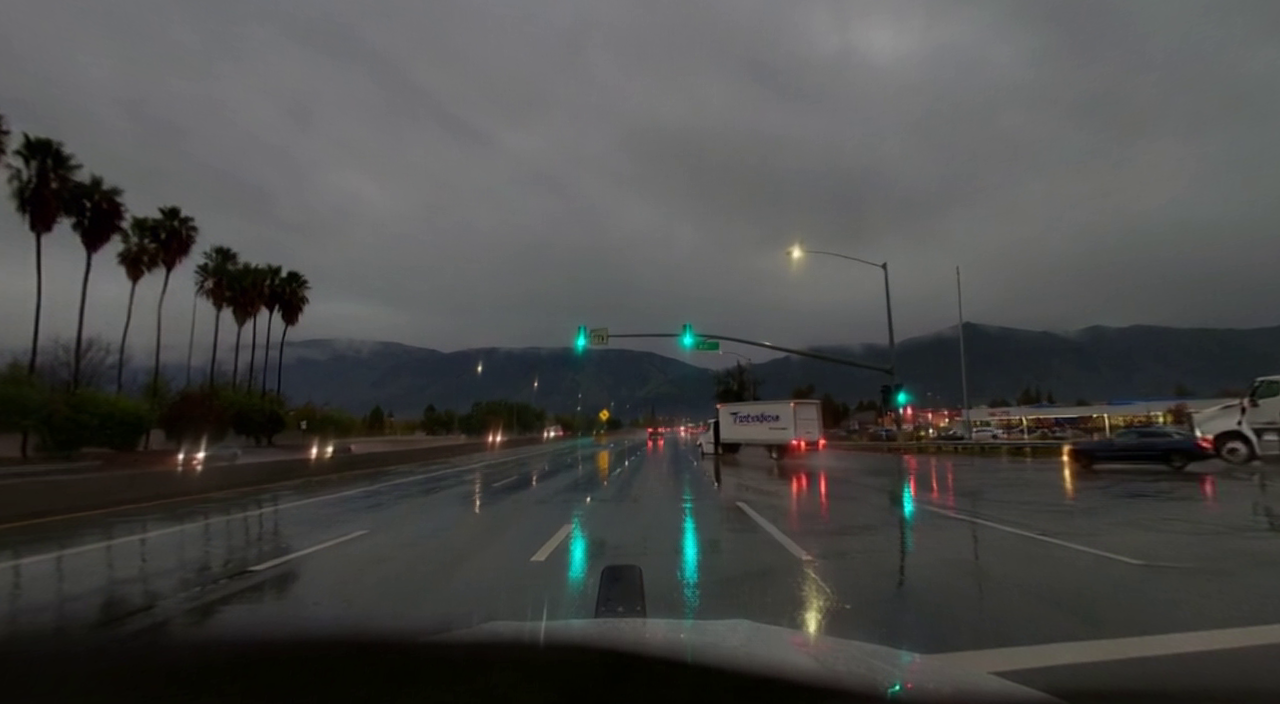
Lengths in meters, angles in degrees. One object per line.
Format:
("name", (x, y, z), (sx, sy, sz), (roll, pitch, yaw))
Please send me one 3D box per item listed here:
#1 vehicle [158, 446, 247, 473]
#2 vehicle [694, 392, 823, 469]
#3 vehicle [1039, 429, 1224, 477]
("vehicle", (-26.225, 6.437, 37.875), (1.868, 1.469, 4.746), (0, -9, 1))
("vehicle", (5.741, 4.100, 32.095), (3.237, 3.414, 7.088), (3, -9, -20))
("vehicle", (16.592, 3.443, 21.503), (4.508, 1.493, 1.907), (-3, -9, 19))
